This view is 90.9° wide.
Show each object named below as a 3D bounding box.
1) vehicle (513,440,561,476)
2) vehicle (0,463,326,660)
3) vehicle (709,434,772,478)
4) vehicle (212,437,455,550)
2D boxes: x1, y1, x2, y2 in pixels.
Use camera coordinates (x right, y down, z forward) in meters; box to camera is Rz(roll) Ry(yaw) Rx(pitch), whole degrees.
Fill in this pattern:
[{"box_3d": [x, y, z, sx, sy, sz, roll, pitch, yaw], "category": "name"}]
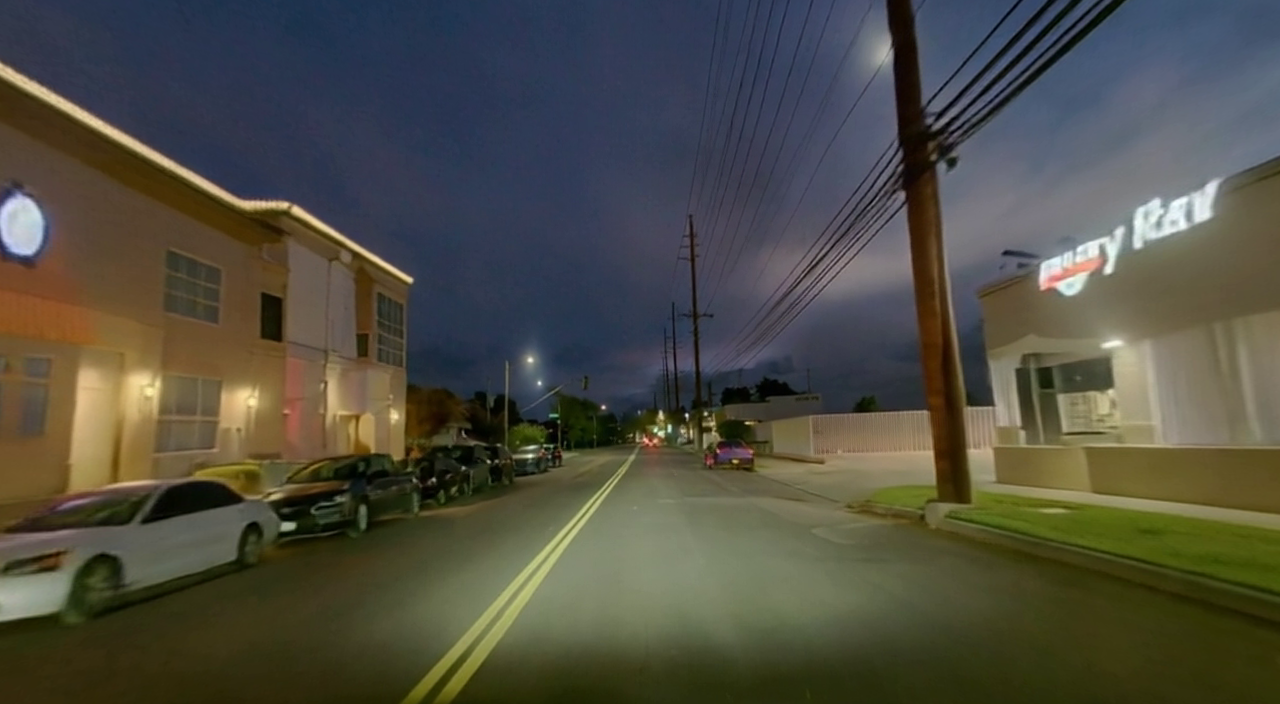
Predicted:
[{"box_3d": [-5.755, 5.930, 35.767, 2.126, 1.864, 4.831, 0, -8, -2], "category": "vehicle"}, {"box_3d": [-5.960, 2.150, 7.570, 1.982, 1.453, 4.577, 0, -8, 1], "category": "vehicle"}, {"box_3d": [3.994, 4.210, 25.774, 1.948, 1.607, 4.873, 0, -8, 2], "category": "vehicle"}, {"box_3d": [-5.815, 2.698, 12.993, 2.286, 1.836, 5.088, -1, -8, 2], "category": "vehicle"}]
